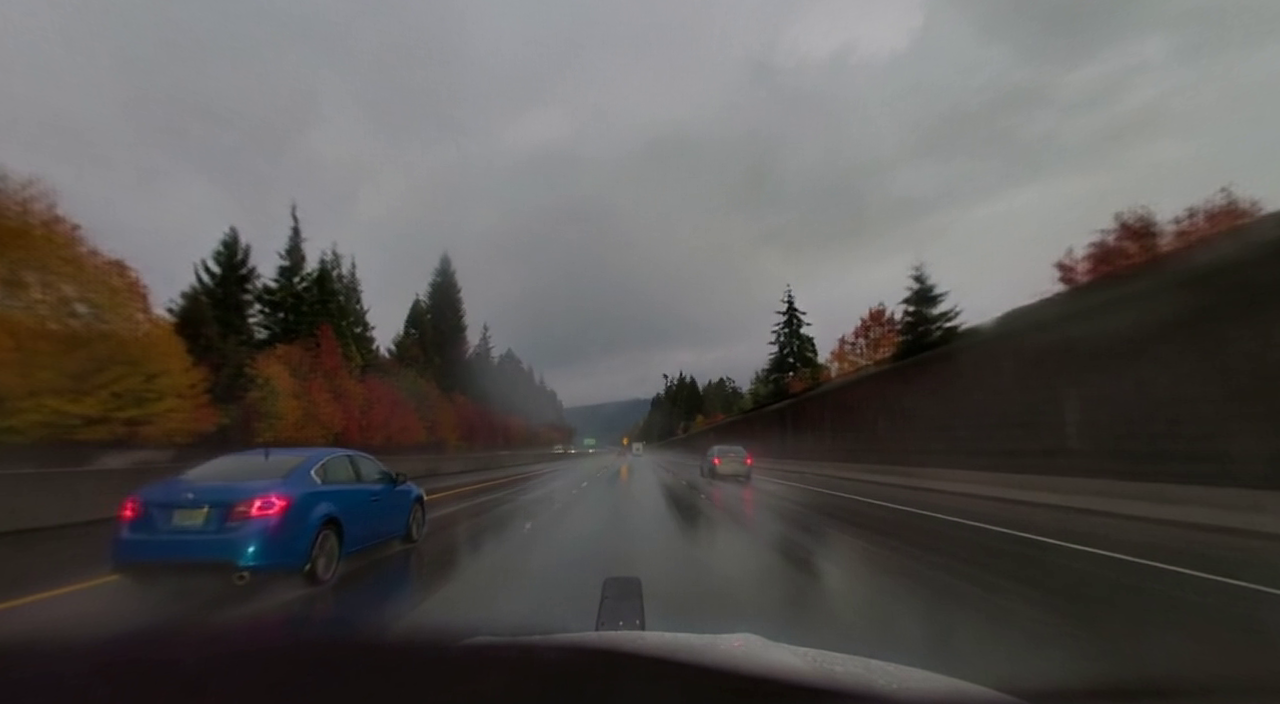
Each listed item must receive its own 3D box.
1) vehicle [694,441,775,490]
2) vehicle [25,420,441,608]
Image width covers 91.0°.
[{"bbox_3d":[3.332,4.115,23.194,2.146,1.573,4.661,0,-9,-1],"label":"vehicle"},{"bbox_3d":[-4.096,1.683,7.502,2.010,1.550,4.376,0,-9,0],"label":"vehicle"}]
